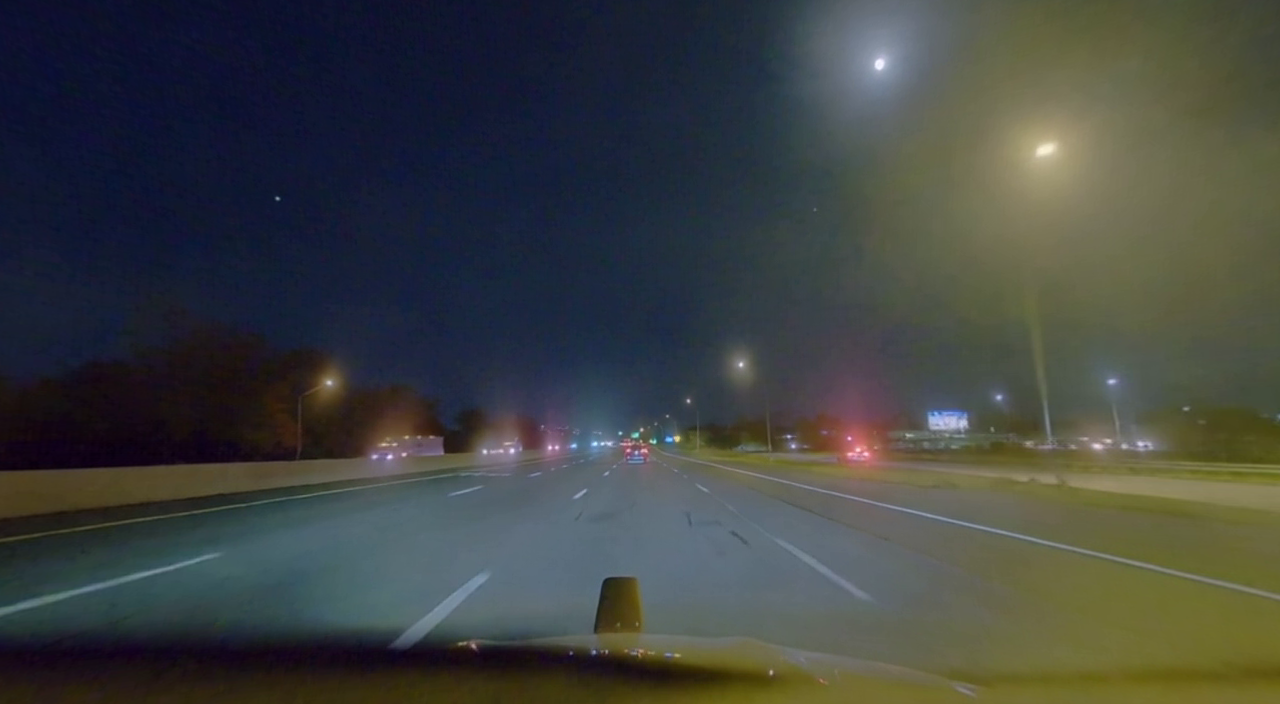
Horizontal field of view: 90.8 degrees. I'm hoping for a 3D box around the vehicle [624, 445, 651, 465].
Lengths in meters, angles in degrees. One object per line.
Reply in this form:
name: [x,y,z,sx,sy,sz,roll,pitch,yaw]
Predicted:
vehicle: [-0.199,7.885,48.544,2.025,1.460,4.189,0,-9,-1]
